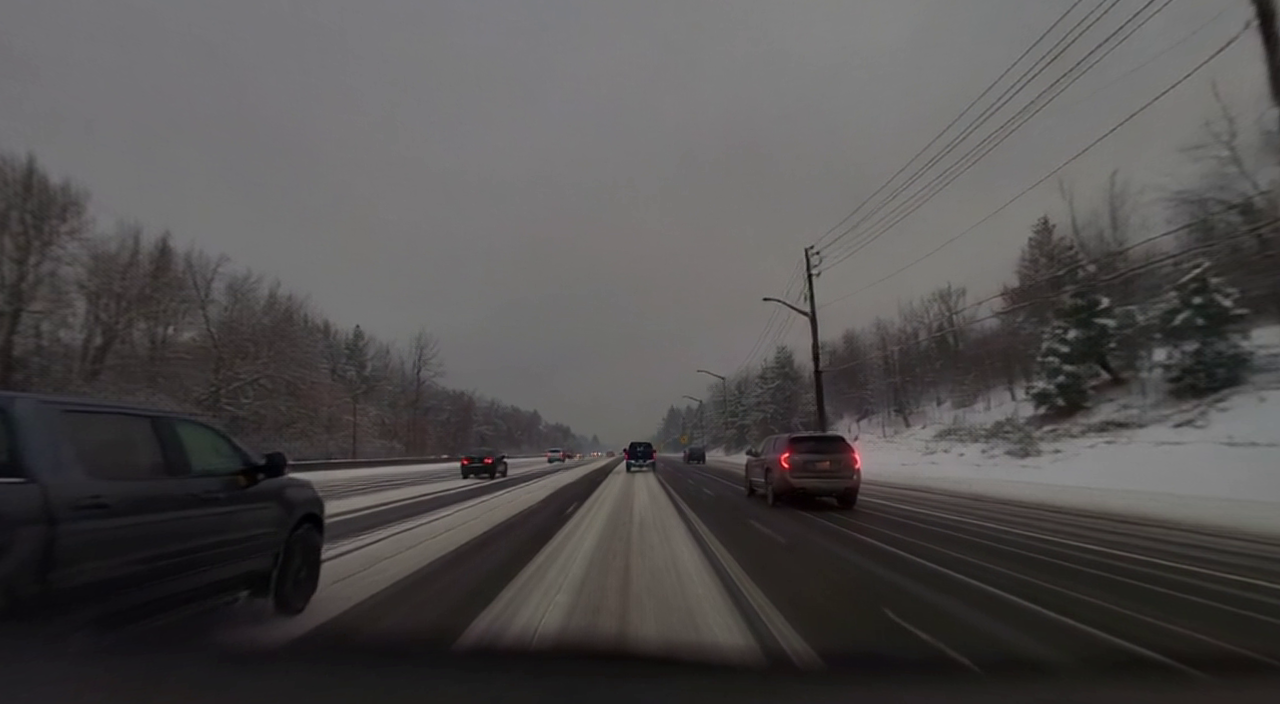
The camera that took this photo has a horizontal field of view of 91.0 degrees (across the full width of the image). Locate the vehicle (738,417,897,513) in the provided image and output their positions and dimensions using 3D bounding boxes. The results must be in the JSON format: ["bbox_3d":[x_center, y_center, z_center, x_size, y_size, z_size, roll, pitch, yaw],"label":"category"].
[{"bbox_3d":[4.190,2.833,16.194,2.388,1.998,5.749,0,-9,0],"label":"vehicle"}]

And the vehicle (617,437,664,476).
[{"bbox_3d":[0.046,5.650,34.270,2.372,1.957,5.121,0,-9,0],"label":"vehicle"}]

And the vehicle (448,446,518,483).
[{"bbox_3d":[-7.047,5.095,28.777,2.014,1.526,4.577,0,-9,0],"label":"vehicle"}]

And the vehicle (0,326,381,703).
[{"bbox_3d":[-3.287,0.940,2.998,2.154,1.783,4.476,0,-9,0],"label":"vehicle"}]
